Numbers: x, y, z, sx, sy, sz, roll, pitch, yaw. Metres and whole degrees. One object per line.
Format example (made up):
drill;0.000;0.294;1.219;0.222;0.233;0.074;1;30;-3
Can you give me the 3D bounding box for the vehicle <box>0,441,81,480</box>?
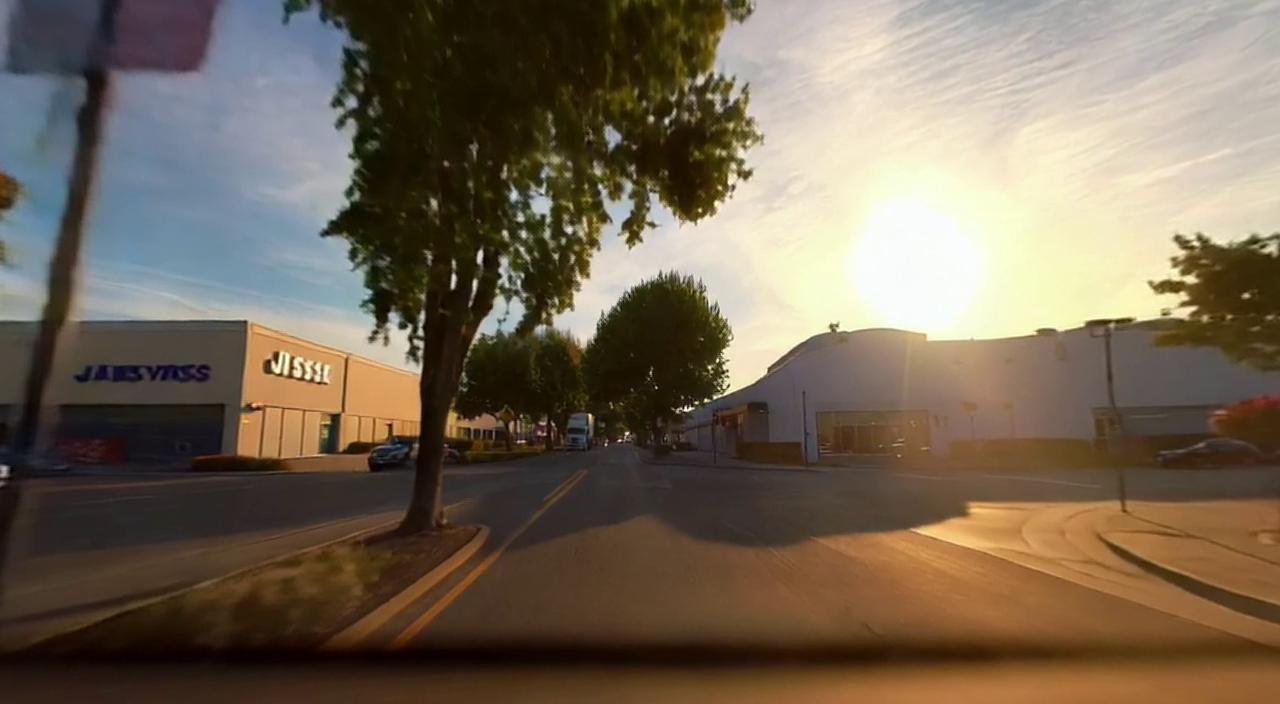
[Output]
vehicle;-25.034;4.277;24.952;3.766;1.502;1.870;0;-8;-2
